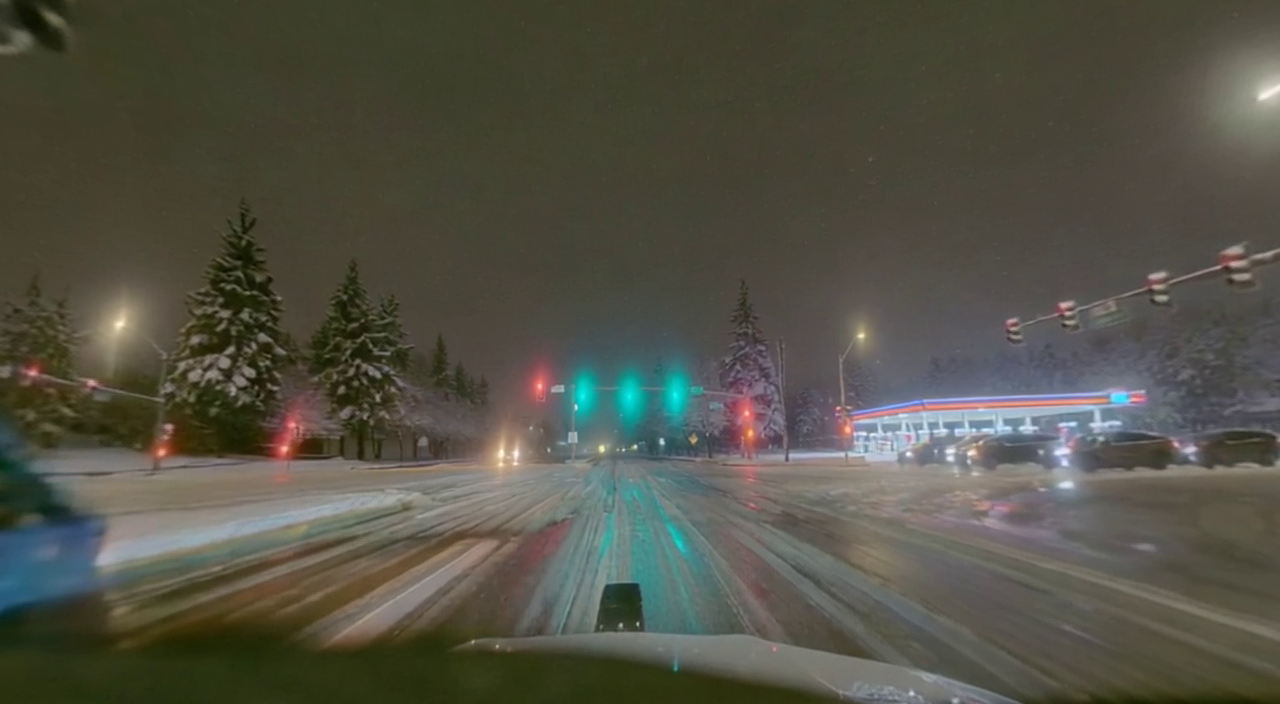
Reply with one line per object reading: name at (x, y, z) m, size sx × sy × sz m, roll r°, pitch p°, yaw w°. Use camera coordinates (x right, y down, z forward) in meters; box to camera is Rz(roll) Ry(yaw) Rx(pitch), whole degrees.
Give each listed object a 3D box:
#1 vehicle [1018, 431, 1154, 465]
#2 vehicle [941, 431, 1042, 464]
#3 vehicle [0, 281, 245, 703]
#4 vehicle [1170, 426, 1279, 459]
vehicle at (20.158, 4.377, 28.727) m, size 4.615 × 1.474 × 2.004 m, roll 0°, pitch -8°, yaw 0°
vehicle at (19.424, 5.305, 35.032) m, size 4.364 × 1.737 × 1.967 m, roll 0°, pitch -8°, yaw 0°
vehicle at (-3.776, 0.564, 1.585) m, size 2.206 × 2.007 × 5.190 m, roll 0°, pitch -8°, yaw 0°
vehicle at (29.442, 4.458, 31.161) m, size 4.768 × 1.525 × 1.919 m, roll 0°, pitch -8°, yaw 0°
